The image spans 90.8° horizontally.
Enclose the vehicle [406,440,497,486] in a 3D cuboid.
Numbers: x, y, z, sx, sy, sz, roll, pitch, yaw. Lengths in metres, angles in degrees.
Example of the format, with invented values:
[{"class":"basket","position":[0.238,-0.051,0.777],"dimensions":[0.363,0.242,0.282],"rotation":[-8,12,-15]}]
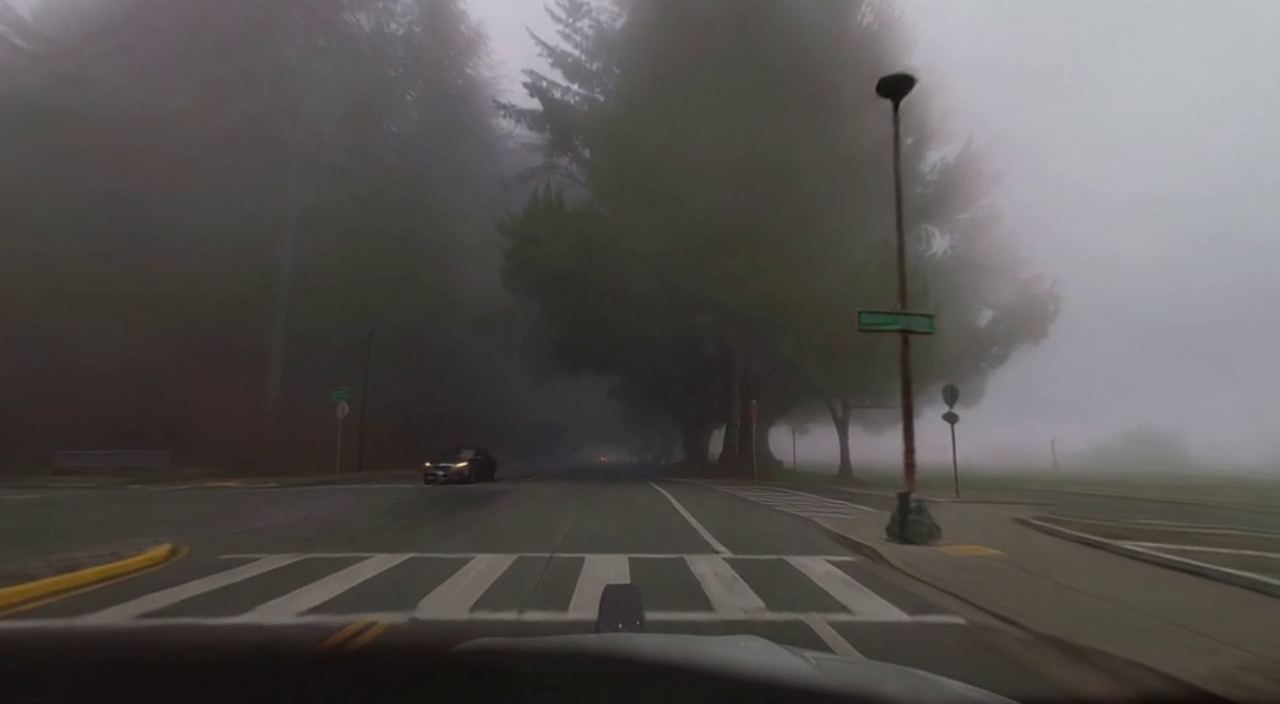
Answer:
[{"class":"vehicle","position":[-7.677,4.556,26.290],"dimensions":[2.036,1.686,4.780],"rotation":[-1,-8,3]}]
